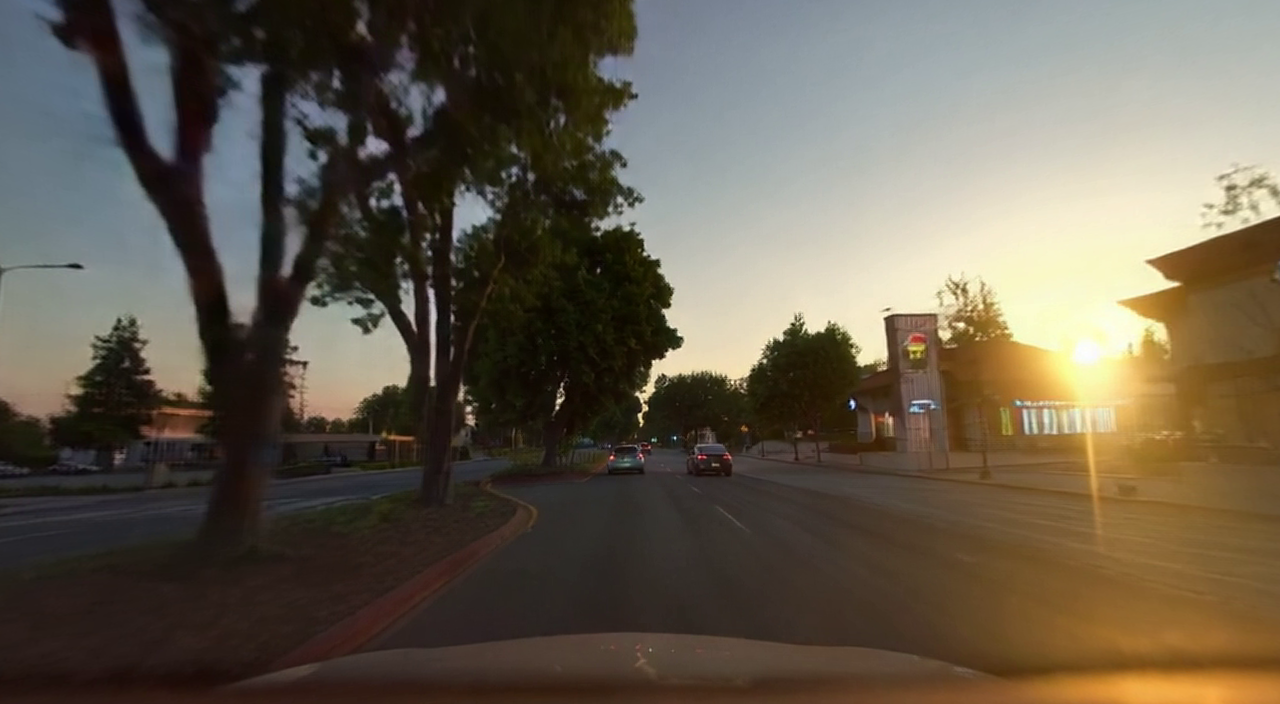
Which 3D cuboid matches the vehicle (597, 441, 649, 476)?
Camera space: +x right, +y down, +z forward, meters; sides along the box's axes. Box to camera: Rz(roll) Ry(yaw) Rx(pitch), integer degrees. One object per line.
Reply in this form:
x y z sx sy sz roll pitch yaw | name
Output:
-0.763 4.891 29.237 2.242 1.474 4.127 0 -8 -1 | vehicle

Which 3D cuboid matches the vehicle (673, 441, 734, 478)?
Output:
2.699 4.706 27.962 2.057 1.491 4.675 0 -8 -2 | vehicle

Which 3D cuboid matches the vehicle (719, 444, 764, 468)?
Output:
6.434 6.609 40.338 2.068 1.393 3.874 0 -8 -2 | vehicle
